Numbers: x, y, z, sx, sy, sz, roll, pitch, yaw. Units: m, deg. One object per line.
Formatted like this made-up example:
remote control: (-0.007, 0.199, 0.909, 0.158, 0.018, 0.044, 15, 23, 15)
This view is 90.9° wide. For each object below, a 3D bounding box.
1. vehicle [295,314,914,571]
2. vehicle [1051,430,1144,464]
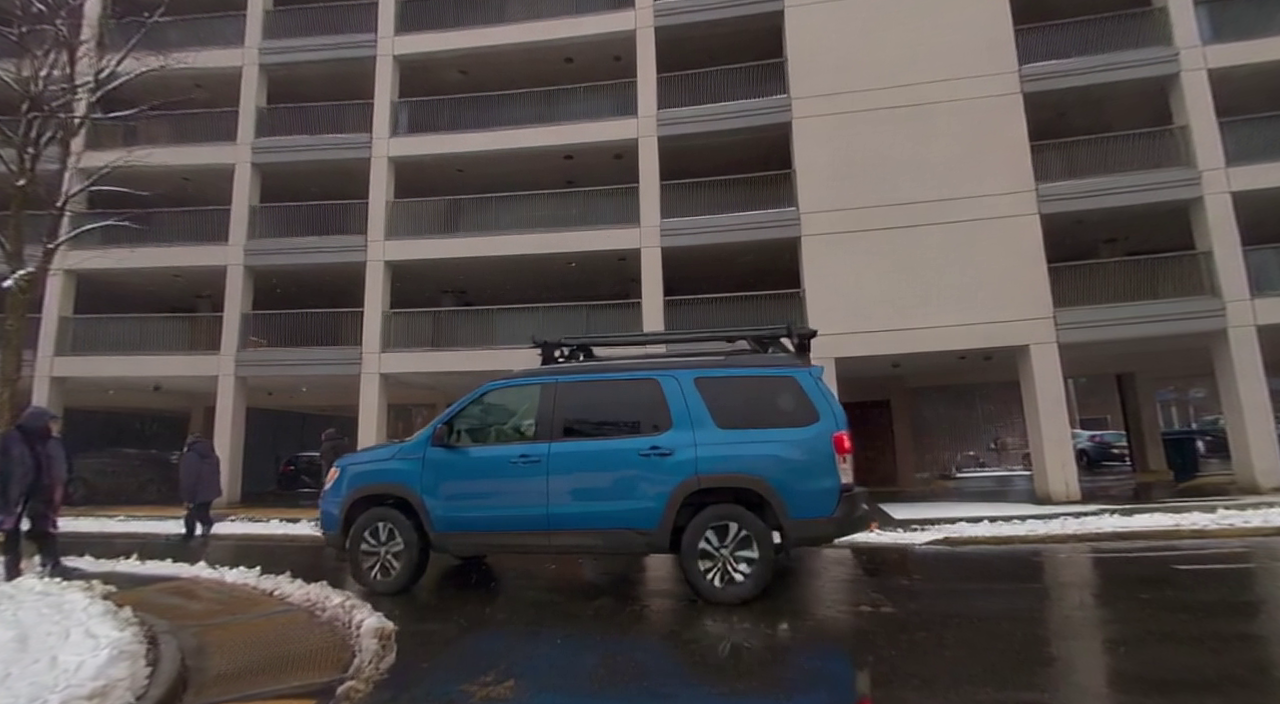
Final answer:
vehicle: (-0.447, 1.182, 8.386, 6.932, 2.753, 2.446, -1, -9, 6)
vehicle: (24.526, 5.119, 33.928, 3.827, 1.677, 1.898, -6, -10, 33)
